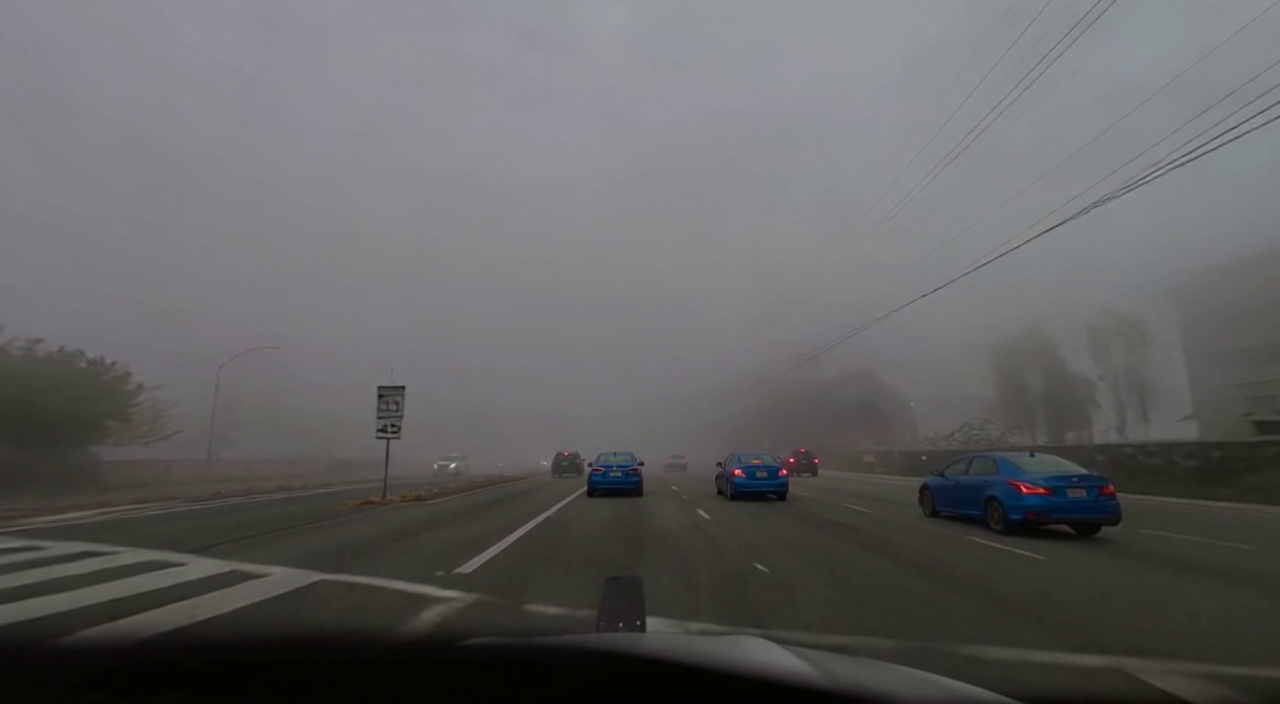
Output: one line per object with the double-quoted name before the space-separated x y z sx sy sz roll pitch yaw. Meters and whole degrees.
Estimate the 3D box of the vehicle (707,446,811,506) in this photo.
"vehicle" 3.277 3.510 18.452 2.053 1.490 4.464 0 -8 -2

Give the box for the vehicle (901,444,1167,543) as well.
"vehicle" 6.817 2.446 11.691 2.004 1.455 4.417 0 -8 -1

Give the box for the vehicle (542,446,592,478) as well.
"vehicle" -3.811 5.798 33.634 2.073 1.606 4.364 0 -8 1

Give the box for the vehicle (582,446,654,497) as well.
"vehicle" -0.646 3.791 20.492 2.065 1.464 4.216 0 -8 0
